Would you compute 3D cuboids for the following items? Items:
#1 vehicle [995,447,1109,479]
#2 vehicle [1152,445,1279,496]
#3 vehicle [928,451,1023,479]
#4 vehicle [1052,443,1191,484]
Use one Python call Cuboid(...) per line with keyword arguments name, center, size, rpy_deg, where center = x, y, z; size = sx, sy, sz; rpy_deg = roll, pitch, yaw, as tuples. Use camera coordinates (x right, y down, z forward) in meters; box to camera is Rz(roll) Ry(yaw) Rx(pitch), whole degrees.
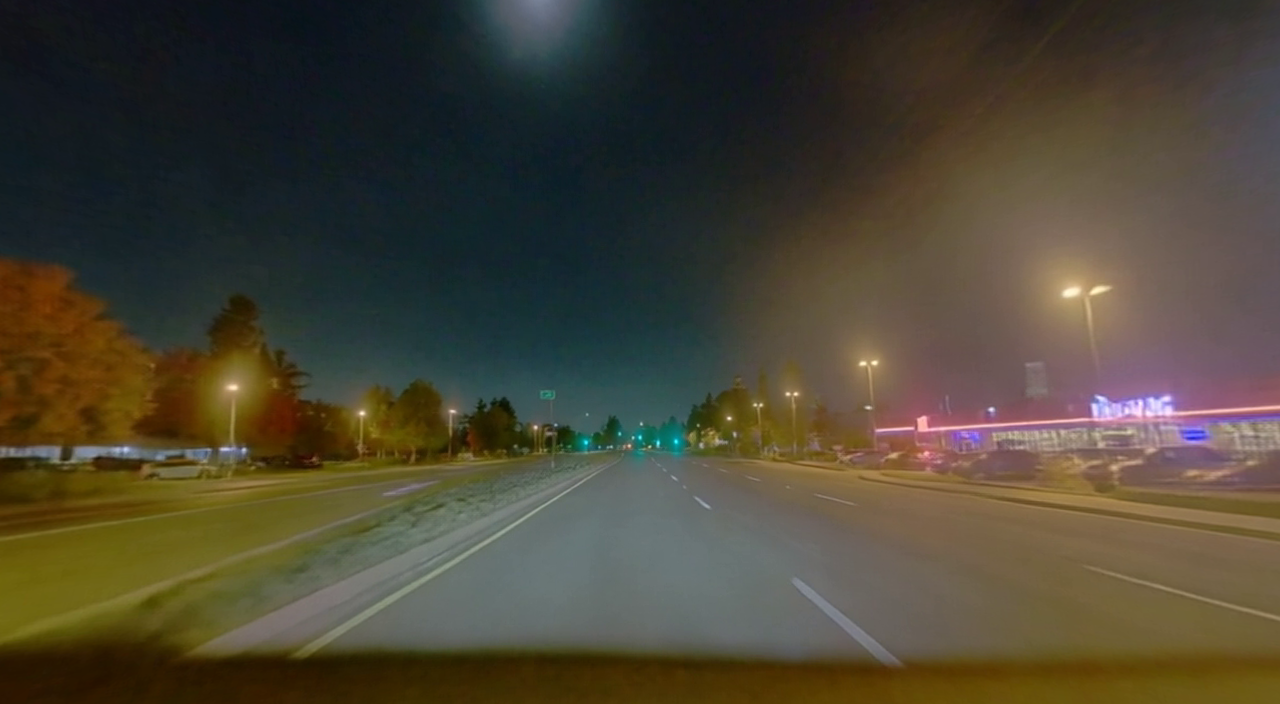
Cuboid(name="vehicle", center=(20.488, 5.529, 31.555), size=(4.267, 1.512, 1.966), rpy_deg=(0, -9, 0))
Cuboid(name="vehicle", center=(20.356, 3.962, 21.289), size=(4.407, 1.616, 1.929), rpy_deg=(0, -9, 2))
Cuboid(name="vehicle", center=(19.802, 6.721, 37.410), size=(4.403, 1.436, 1.918), rpy_deg=(-2, -13, 1))
Cuboid(name="vehicle", center=(20.027, 4.630, 26.427), size=(4.222, 1.610, 1.948), rpy_deg=(0, -9, -2))
